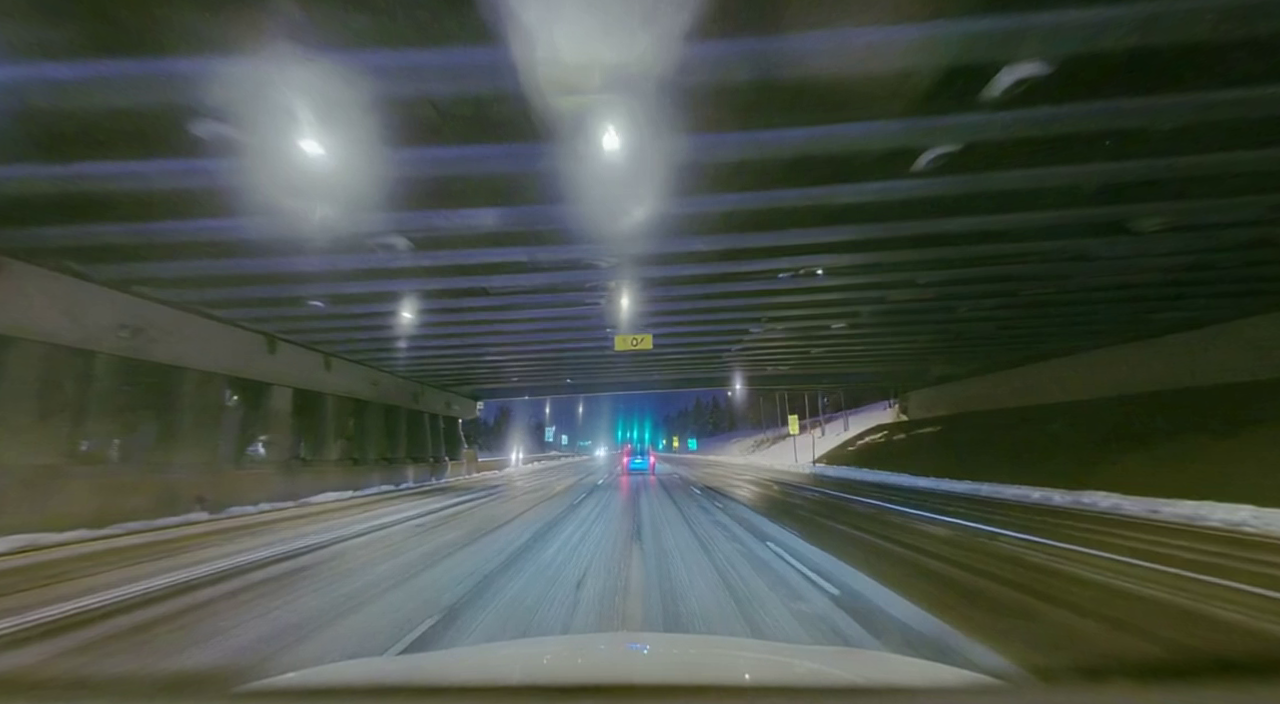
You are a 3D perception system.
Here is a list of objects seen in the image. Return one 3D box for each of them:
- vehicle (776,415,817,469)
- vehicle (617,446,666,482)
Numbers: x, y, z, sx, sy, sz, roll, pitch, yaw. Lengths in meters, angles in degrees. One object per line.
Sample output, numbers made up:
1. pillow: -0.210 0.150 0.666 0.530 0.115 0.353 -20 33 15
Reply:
1. vehicle: 11.056 6.414 44.546 2.135 3.652 2.845 -1 -9 2
2. vehicle: -0.007 5.067 28.813 2.055 1.501 4.321 0 -9 -2
